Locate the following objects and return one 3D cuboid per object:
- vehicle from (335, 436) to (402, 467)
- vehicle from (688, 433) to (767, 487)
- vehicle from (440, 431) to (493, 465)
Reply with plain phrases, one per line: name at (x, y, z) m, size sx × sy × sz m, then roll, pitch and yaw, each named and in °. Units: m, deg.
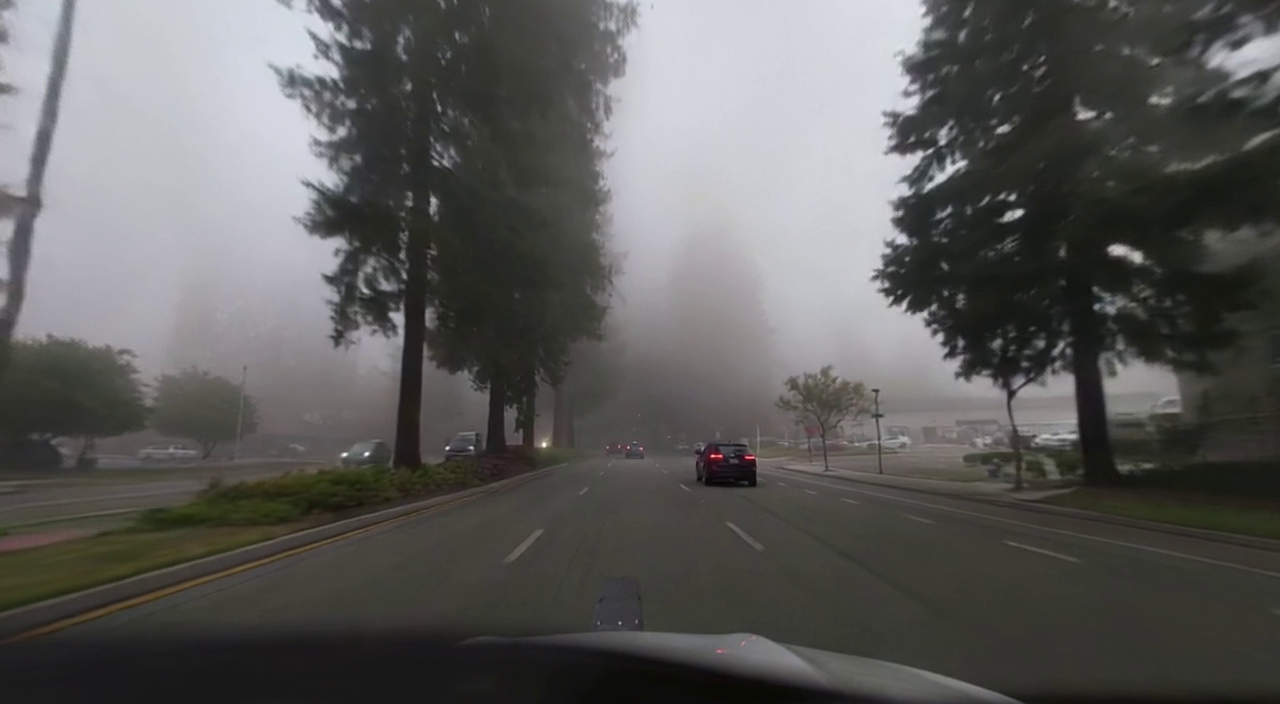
vehicle at (-17.827, 6.570, 41.645) m, size 2.094 × 1.894 × 5.364 m, roll 0°, pitch -8°, yaw -1°
vehicle at (2.867, 3.661, 21.578) m, size 2.022 × 1.656 × 4.025 m, roll 0°, pitch -8°, yaw -2°
vehicle at (-11.308, 6.261, 41.320) m, size 2.074 × 2.065 × 4.946 m, roll 0°, pitch -8°, yaw -1°
